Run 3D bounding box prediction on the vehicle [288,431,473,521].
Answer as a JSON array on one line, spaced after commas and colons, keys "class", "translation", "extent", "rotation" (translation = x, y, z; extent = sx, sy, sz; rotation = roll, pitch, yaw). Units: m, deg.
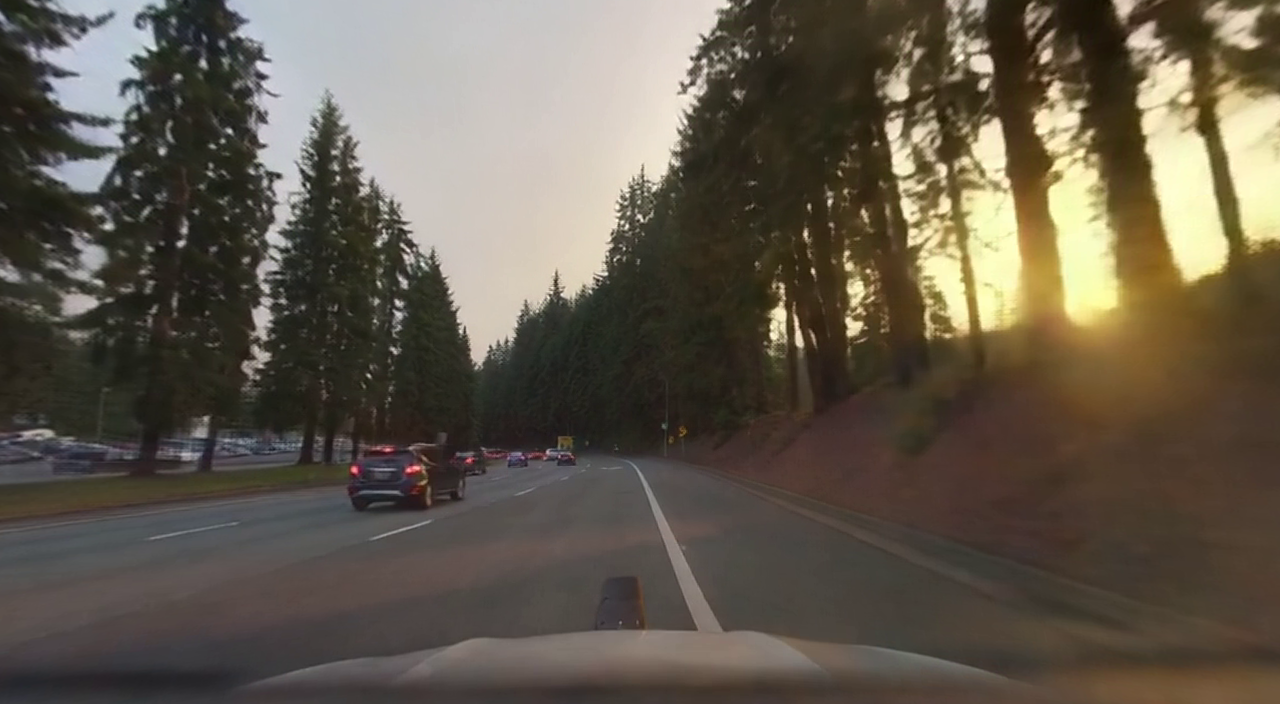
[{"class": "vehicle", "translation": [-5.763, 2.807, 14.887], "extent": [2.210, 1.737, 4.649], "rotation": [0, -9, 2]}]
